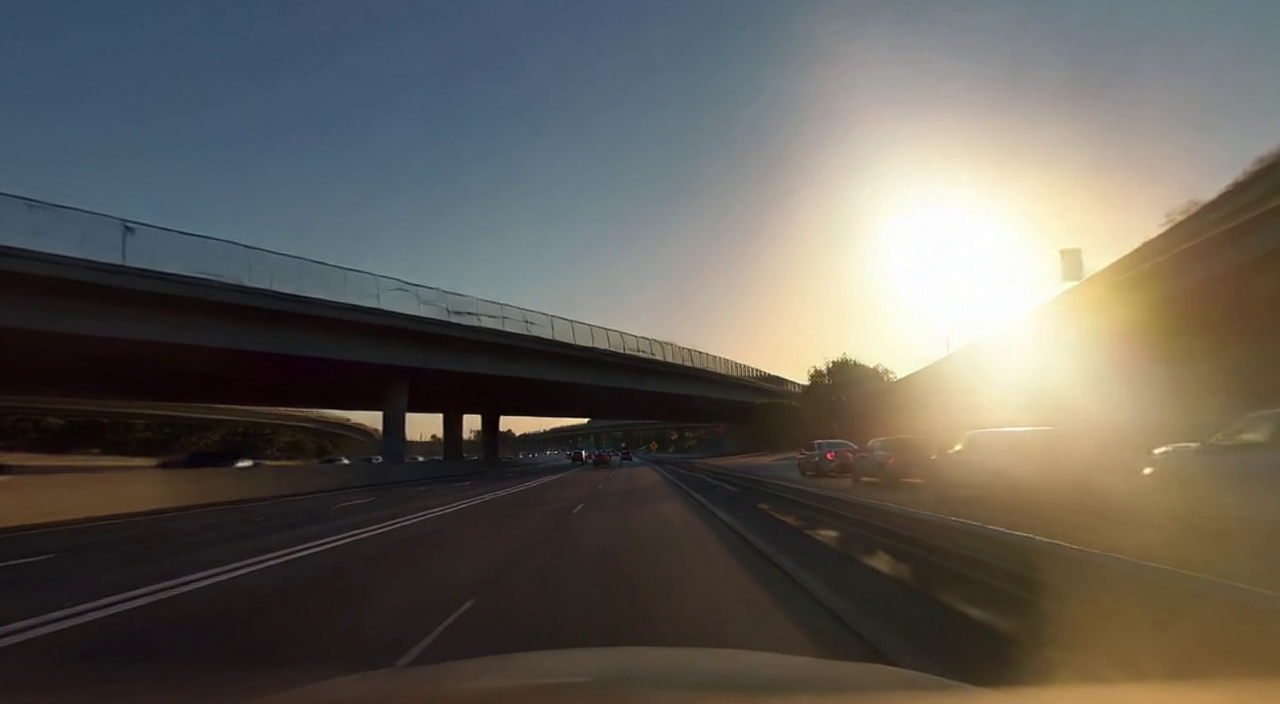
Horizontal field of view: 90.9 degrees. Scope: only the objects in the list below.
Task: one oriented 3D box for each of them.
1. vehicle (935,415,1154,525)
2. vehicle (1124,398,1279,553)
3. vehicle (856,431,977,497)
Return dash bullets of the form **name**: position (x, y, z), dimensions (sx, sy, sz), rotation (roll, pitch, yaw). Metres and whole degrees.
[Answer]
- **vehicle**: position (16.114, 4.773, 26.411), dimensions (2.704, 3.716, 9.364), rotation (0, -9, -1)
- **vehicle**: position (16.336, 2.902, 14.766), dimensions (2.791, 3.573, 9.032), rotation (0, -9, 1)
- **vehicle**: position (16.082, 6.559, 37.649), dimensions (2.887, 3.412, 9.164), rotation (0, -9, -1)
